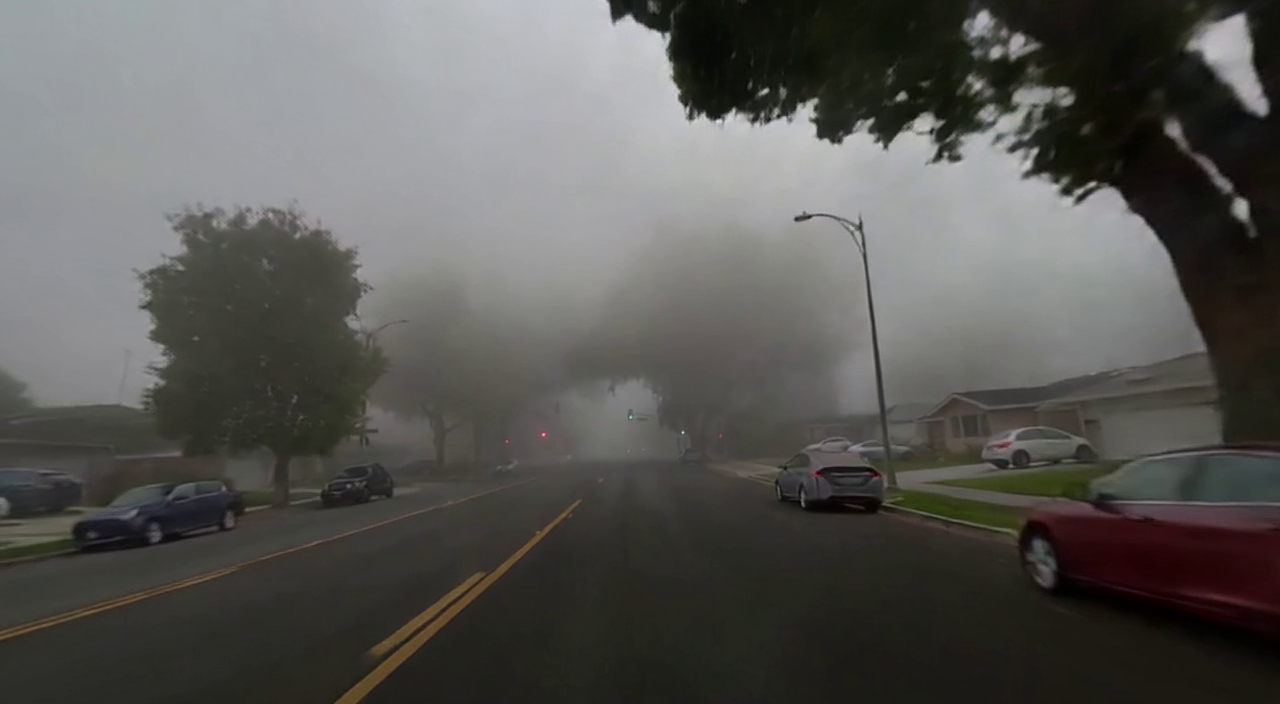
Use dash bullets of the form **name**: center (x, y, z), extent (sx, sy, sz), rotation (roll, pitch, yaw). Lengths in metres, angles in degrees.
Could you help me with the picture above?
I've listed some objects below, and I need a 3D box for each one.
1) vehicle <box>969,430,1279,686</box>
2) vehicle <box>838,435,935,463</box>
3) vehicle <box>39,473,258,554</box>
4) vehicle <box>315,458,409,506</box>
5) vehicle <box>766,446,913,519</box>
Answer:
- **vehicle**: center (4.680, 1.360, 4.791), extent (2.010, 1.461, 4.247), rotation (0, -9, -1)
- **vehicle**: center (13.420, 5.317, 34.573), extent (4.564, 1.437, 1.796), rotation (-1, -9, 0)
- **vehicle**: center (-11.394, 3.736, 15.113), extent (1.867, 1.471, 4.139), rotation (-1, -9, 1)
- **vehicle**: center (-11.445, 5.355, 26.365), extent (1.977, 1.753, 4.278), rotation (-1, -9, 0)
- **vehicle**: center (4.514, 3.011, 15.074), extent (2.063, 1.444, 4.217), rotation (0, -9, -1)
